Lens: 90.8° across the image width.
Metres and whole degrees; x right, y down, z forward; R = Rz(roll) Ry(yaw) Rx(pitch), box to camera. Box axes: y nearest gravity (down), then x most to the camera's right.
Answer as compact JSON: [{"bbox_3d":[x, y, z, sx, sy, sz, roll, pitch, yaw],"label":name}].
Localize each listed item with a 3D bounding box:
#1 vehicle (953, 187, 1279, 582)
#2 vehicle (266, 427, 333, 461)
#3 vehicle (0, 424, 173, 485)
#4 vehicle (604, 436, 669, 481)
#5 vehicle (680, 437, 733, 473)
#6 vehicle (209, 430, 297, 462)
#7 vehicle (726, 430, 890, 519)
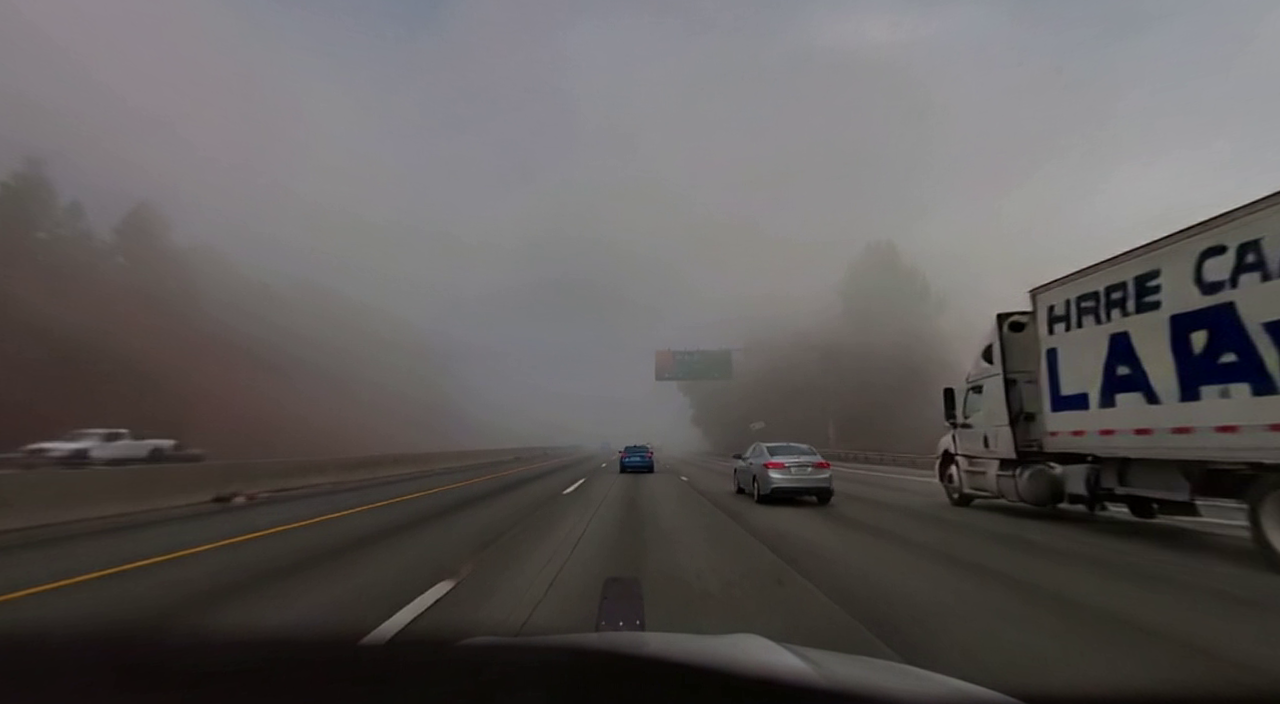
[{"bbox_3d":[7.360,0.520,7.354,2.799,3.655,8.627,0,-9,-1],"label":"vehicle"},{"bbox_3d":[-26.162,7.117,48.776,2.546,2.417,4.759,0,-8,-1],"label":"vehicle"},{"bbox_3d":[-17.690,3.215,20.110,2.149,1.701,4.541,0,-8,-1],"label":"vehicle"},{"bbox_3d":[-0.143,3.786,22.707,2.098,1.475,3.997,0,-8,-1],"label":"vehicle"},{"bbox_3d":[2.936,4.656,28.758,1.856,1.517,4.198,0,-8,-2],"label":"vehicle"},{"bbox_3d":[-25.978,6.376,42.755,2.324,2.010,5.937,0,-8,-1],"label":"vehicle"},{"bbox_3d":[3.216,2.466,13.301,1.993,1.504,4.781,0,-8,-2],"label":"vehicle"}]
